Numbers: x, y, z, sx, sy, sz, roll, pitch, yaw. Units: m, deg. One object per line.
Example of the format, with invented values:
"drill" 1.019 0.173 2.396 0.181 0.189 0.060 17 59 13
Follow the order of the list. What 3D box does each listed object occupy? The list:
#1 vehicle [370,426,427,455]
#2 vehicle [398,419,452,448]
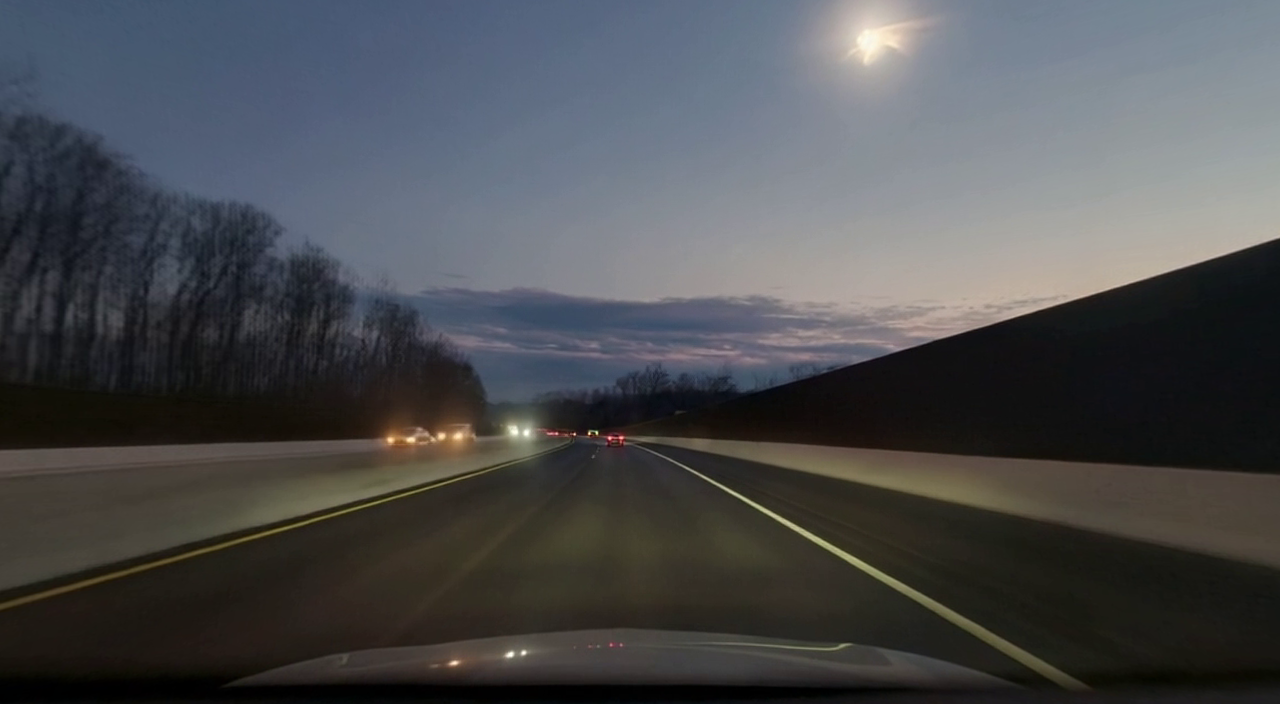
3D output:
"vehicle" -15.764 5.816 41.355 2.048 1.749 4.557 0 -8 -2
"vehicle" -16.029 6.069 47.218 2.389 1.895 4.784 4 -6 -2
